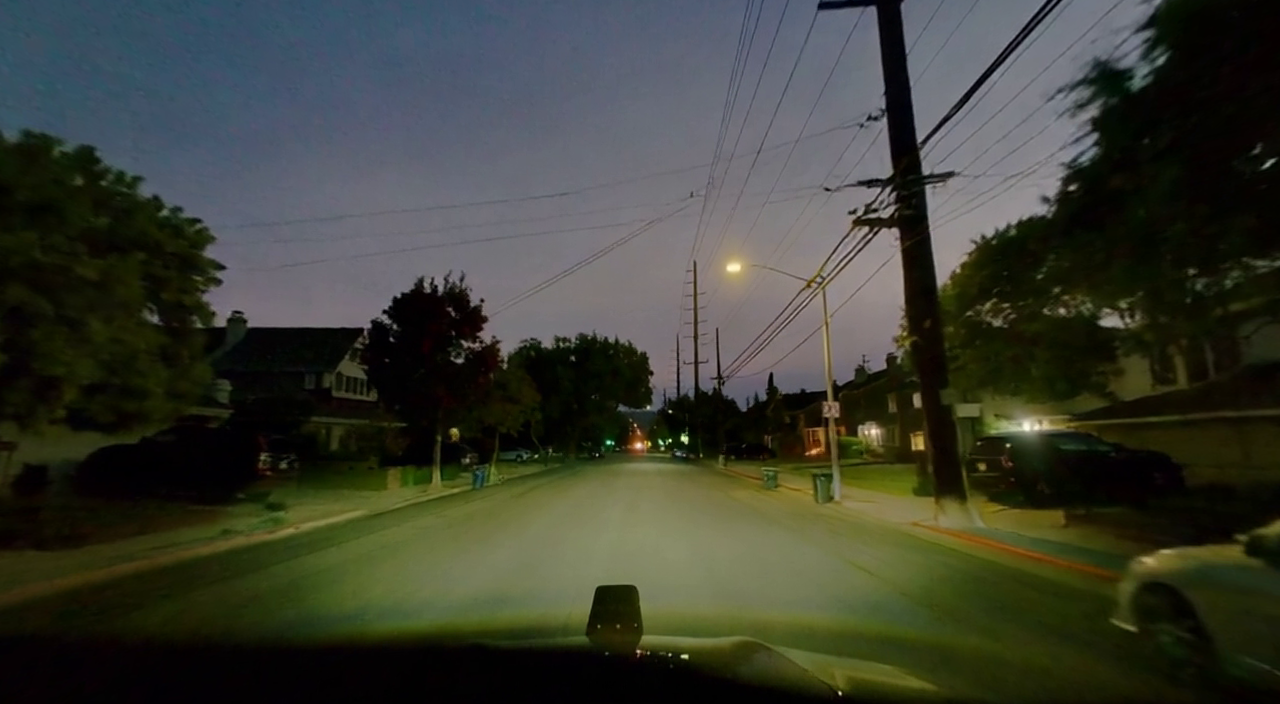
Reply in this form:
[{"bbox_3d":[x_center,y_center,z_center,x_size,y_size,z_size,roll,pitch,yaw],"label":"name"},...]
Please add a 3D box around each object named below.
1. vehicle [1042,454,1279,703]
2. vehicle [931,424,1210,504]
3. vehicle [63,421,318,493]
[{"bbox_3d":[4.215,1.164,2.555,2.055,1.402,4.559,1,-9,-2],"label":"vehicle"},{"bbox_3d":[10.330,2.715,15.542,5.221,1.798,2.211,0,-9,-1],"label":"vehicle"},{"bbox_3d":[-12.314,2.920,17.695,5.186,1.842,2.465,0,-9,-1],"label":"vehicle"}]
